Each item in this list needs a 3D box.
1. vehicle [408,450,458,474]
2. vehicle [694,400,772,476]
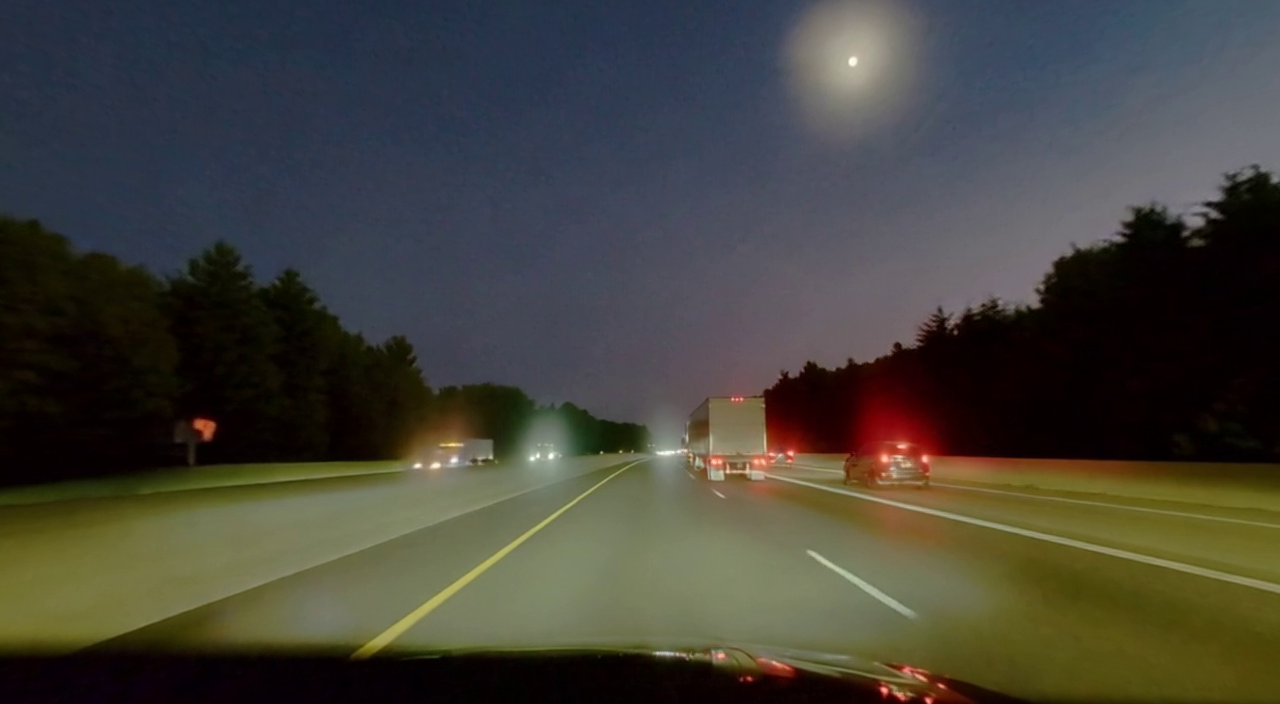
[{"bbox_3d":[-15.071,8.034,46.124,2.040,1.659,4.491,0,-9,2],"label":"vehicle"},{"bbox_3d":[5.500,5.593,40.165,2.859,3.984,14.045,0,-9,0],"label":"vehicle"}]
